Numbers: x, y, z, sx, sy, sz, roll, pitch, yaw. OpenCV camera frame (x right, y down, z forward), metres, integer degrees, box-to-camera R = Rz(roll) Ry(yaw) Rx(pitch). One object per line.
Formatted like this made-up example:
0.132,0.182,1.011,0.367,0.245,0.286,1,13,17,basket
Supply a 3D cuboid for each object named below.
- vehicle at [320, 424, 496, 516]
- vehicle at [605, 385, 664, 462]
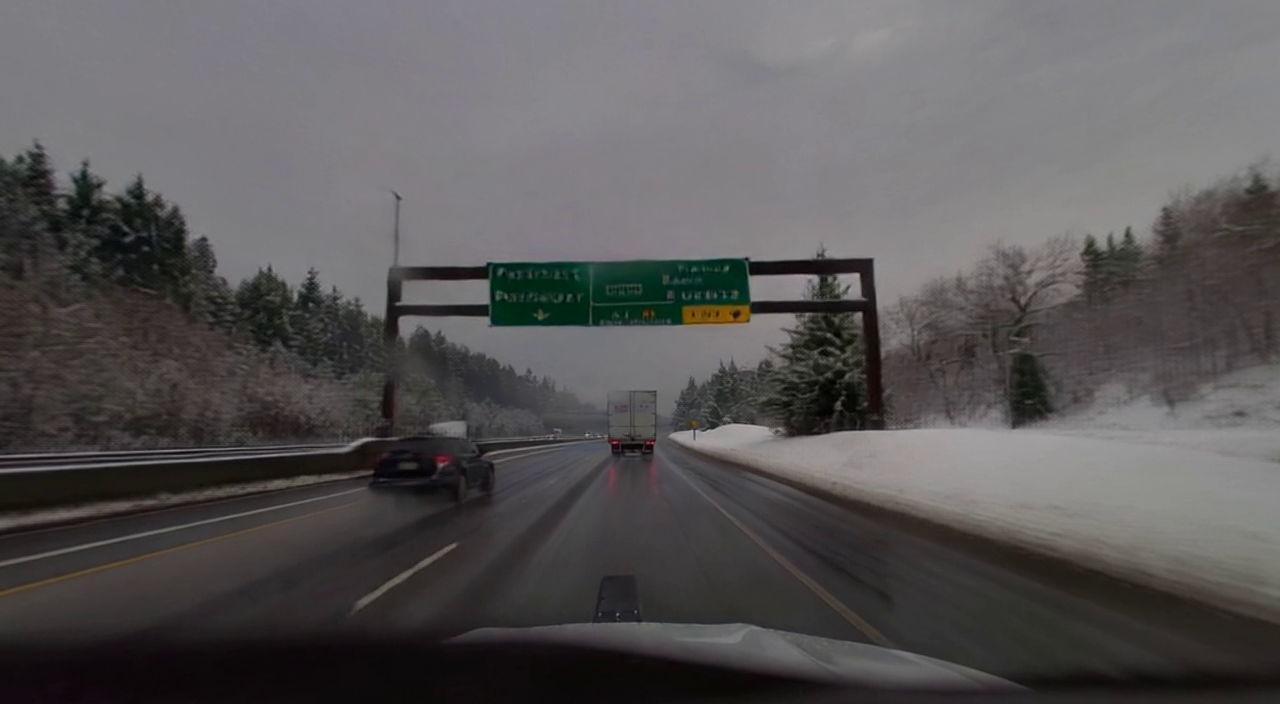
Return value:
-4.242,2.196,12.315,1.931,1.479,4.083,0,-8,-1,vehicle
-0.396,4.022,34.750,2.855,3.741,8.587,0,-8,-2,vehicle
